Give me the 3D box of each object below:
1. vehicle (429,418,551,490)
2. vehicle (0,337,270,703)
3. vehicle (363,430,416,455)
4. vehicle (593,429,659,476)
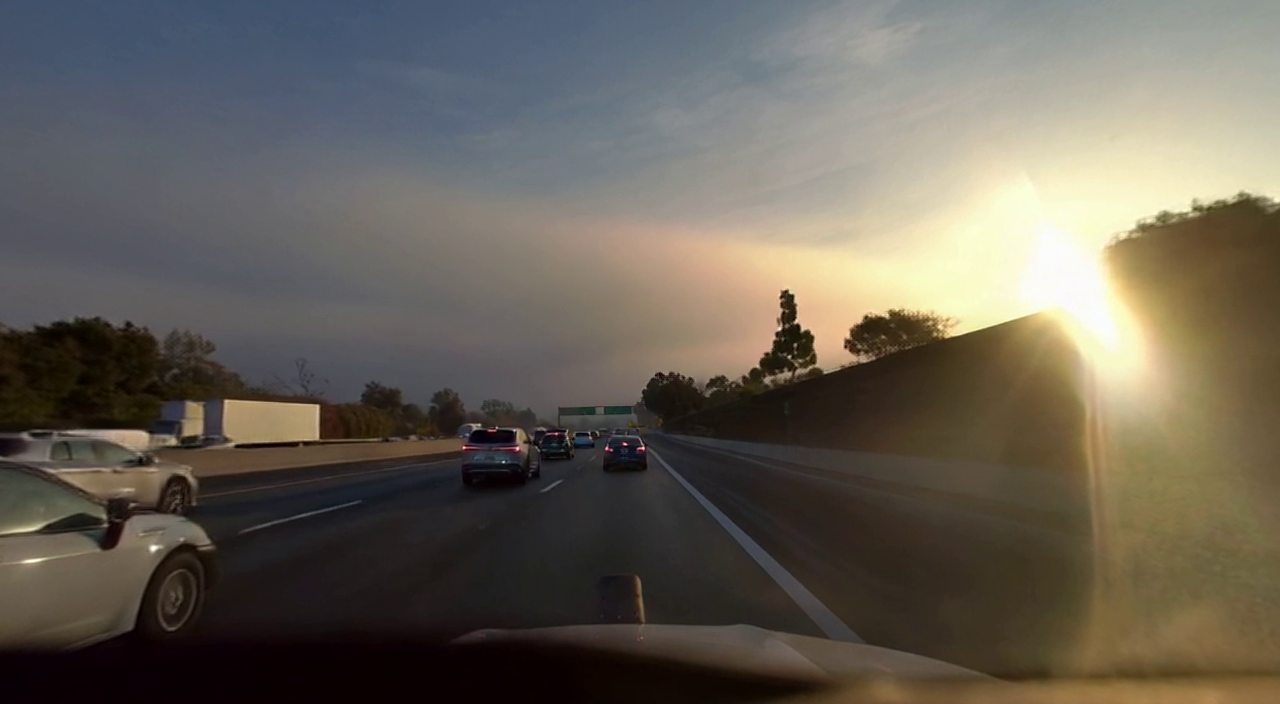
[{"bbox_3d":[-3.880,2.721,17.219,2.154,1.690,4.595,0,-8,1],"label":"vehicle"},{"bbox_3d":[-3.781,0.765,2.434,2.107,1.703,4.274,0,-8,-1],"label":"vehicle"},{"bbox_3d":[-19.688,7.148,49.648,2.196,1.833,4.749,0,-8,0],"label":"vehicle"},{"bbox_3d":[-0.465,3.442,21.850,2.070,1.452,3.834,0,-8,-1],"label":"vehicle"}]
